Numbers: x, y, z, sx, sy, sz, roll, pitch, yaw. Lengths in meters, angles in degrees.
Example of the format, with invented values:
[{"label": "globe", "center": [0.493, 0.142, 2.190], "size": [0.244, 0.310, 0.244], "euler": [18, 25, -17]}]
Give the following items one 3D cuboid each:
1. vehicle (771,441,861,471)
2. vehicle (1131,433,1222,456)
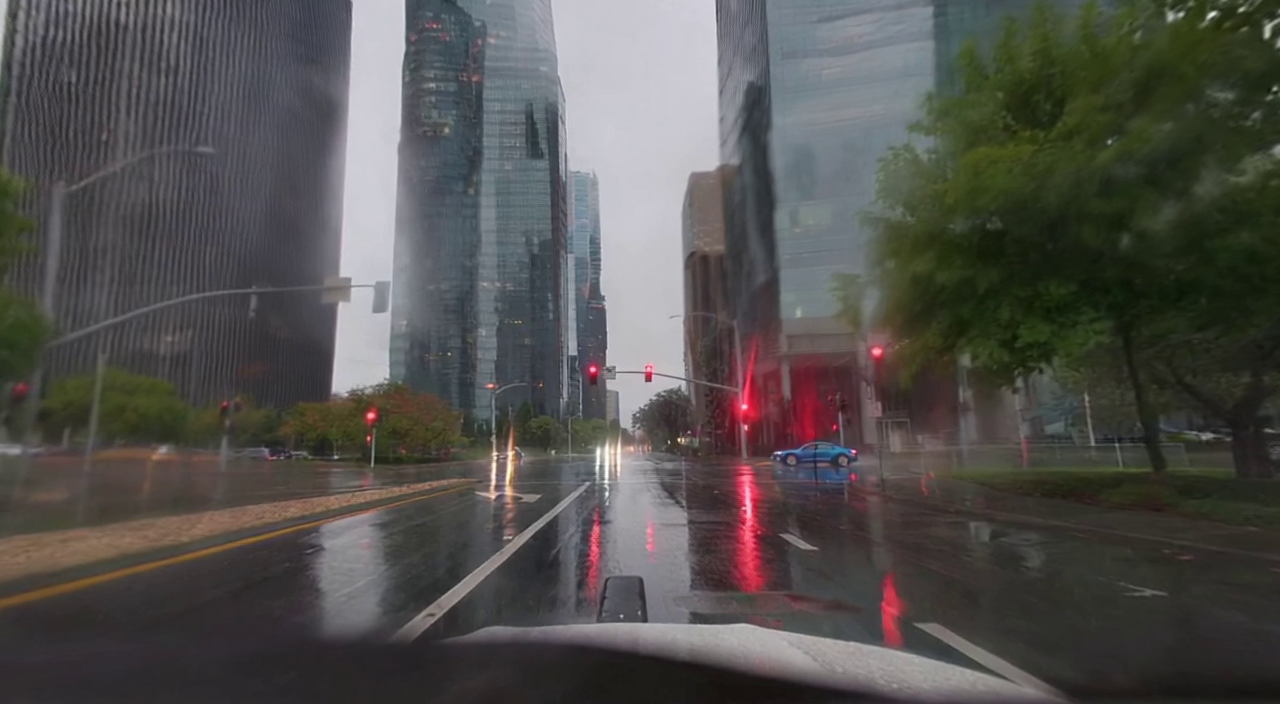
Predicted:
[{"label": "vehicle", "center": [9.520, 5.639, 34.252], "size": [4.218, 1.572, 2.065], "euler": [1, -9, -3]}, {"label": "vehicle", "center": [40.798, 7.061, 47.954], "size": [4.625, 1.741, 2.395], "euler": [0, -9, 3]}]
